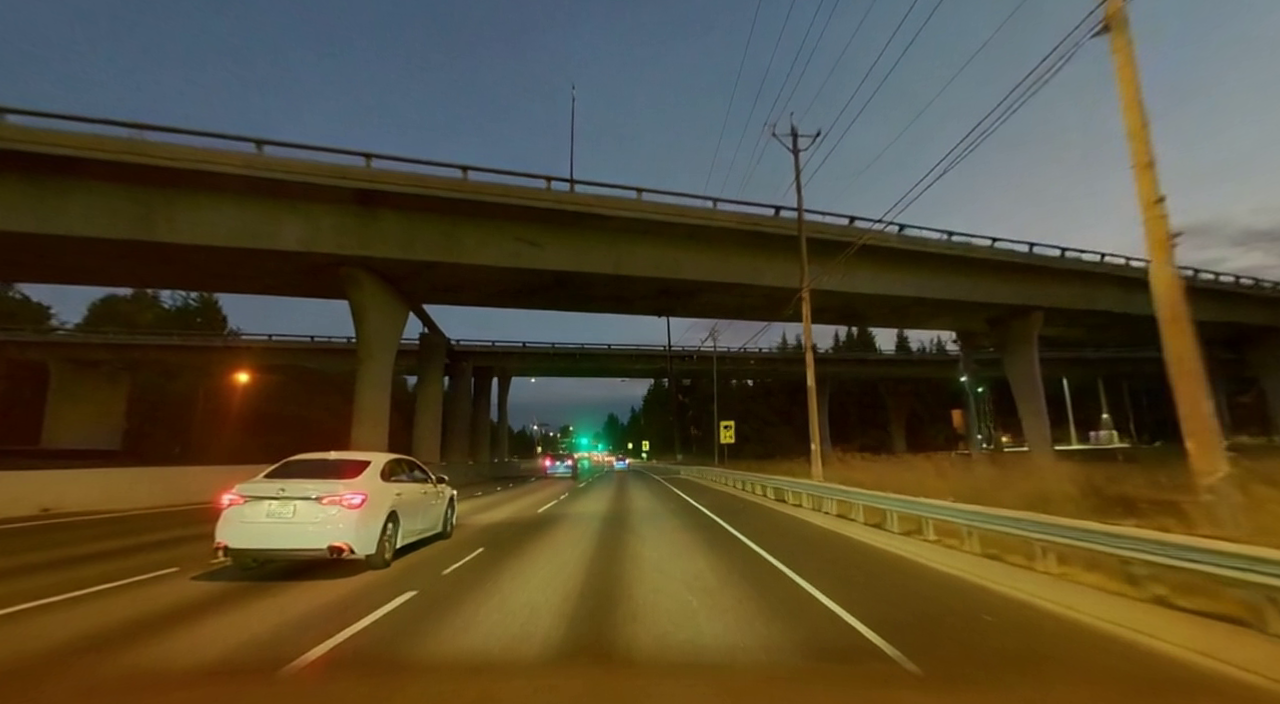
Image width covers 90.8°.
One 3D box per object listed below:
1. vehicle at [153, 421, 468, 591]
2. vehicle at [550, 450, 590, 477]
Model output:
[{"bbox_3d":[-3.859,1.846,8.472,1.925,1.666,4.271,0,-8,-1],"label":"vehicle"},{"bbox_3d":[-4.074,6.562,37.279,1.946,1.437,4.154,0,-8,-1],"label":"vehicle"}]
